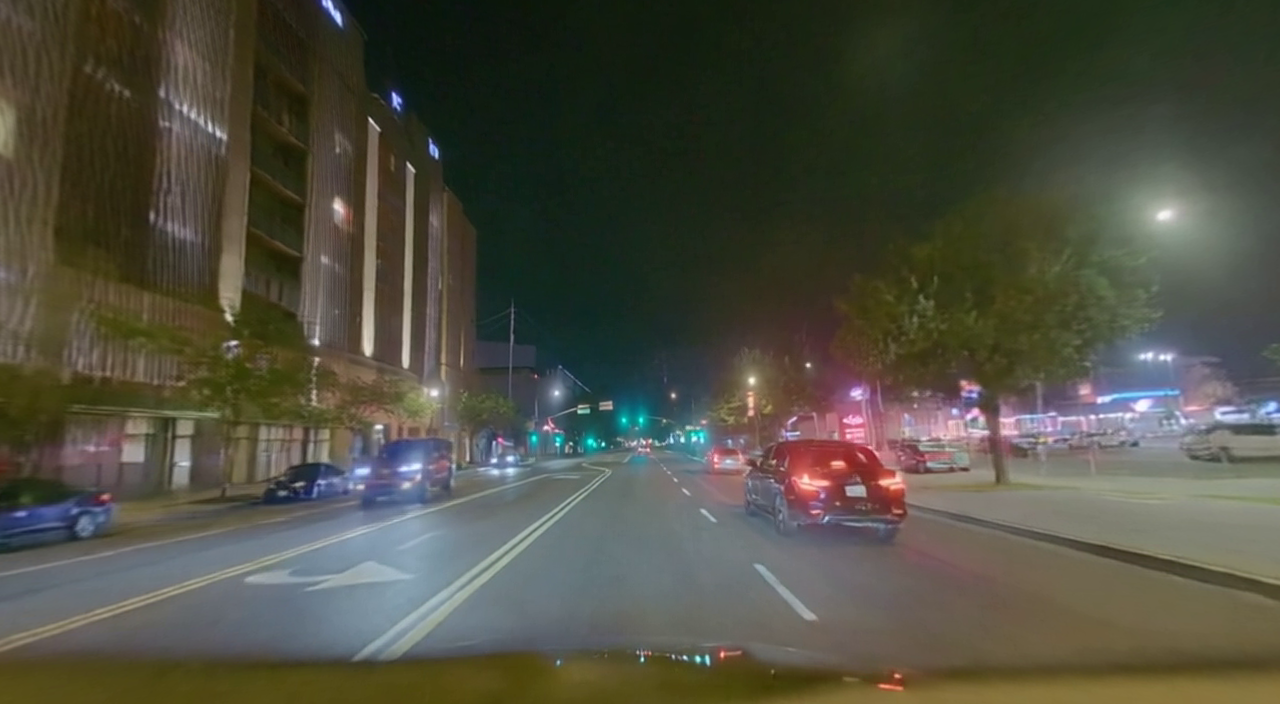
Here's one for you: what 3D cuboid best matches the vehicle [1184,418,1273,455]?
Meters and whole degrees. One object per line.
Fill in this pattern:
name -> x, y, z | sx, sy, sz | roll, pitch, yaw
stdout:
vehicle -> 32.410, 4.740, 34.745 | 2.005, 1.825, 4.889 | -5, -10, 25

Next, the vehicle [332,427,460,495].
vehicle -> -8.391, 3.808, 22.289 | 2.379, 2.086, 5.321 | 0, -8, 0

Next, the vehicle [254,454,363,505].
vehicle -> -12.234, 4.685, 23.509 | 1.867, 1.583, 4.108 | -1, -8, -1

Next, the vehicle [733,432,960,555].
vehicle -> 2.928, 2.103, 10.112 | 2.080, 1.524, 4.348 | 0, -8, -1

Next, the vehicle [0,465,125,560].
vehicle -> -12.228, 2.953, 11.367 | 1.910, 1.511, 4.565 | -1, -7, 0
